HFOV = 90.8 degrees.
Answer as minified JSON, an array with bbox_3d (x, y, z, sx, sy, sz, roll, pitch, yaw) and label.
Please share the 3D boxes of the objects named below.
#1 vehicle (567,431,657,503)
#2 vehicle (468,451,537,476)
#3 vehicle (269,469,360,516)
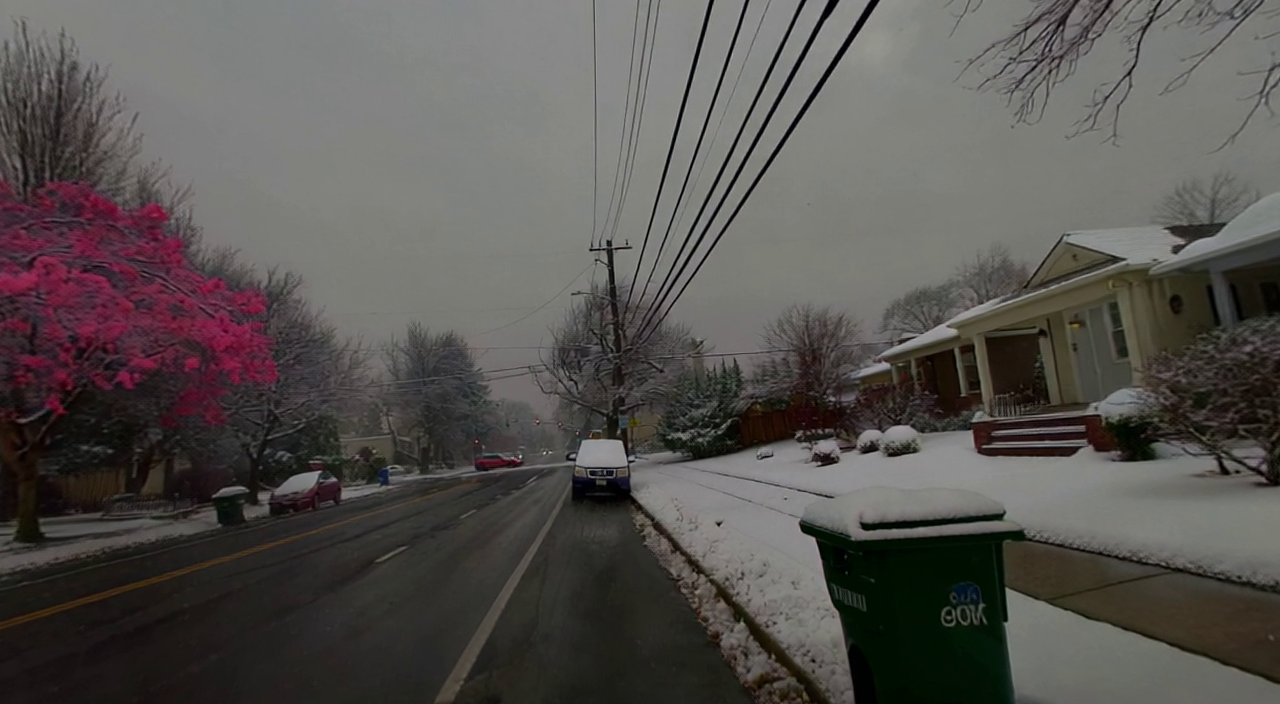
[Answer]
[{"bbox_3d":[-0.824,3.081,17.386,2.190,1.708,4.115,0,-8,-4],"label":"vehicle"},{"bbox_3d":[-10.489,8.494,48.275,4.723,1.679,2.218,-5,-10,19],"label":"vehicle"},{"bbox_3d":[-13.762,5.920,26.980,1.982,1.660,4.142,1,-8,-6],"label":"vehicle"}]
